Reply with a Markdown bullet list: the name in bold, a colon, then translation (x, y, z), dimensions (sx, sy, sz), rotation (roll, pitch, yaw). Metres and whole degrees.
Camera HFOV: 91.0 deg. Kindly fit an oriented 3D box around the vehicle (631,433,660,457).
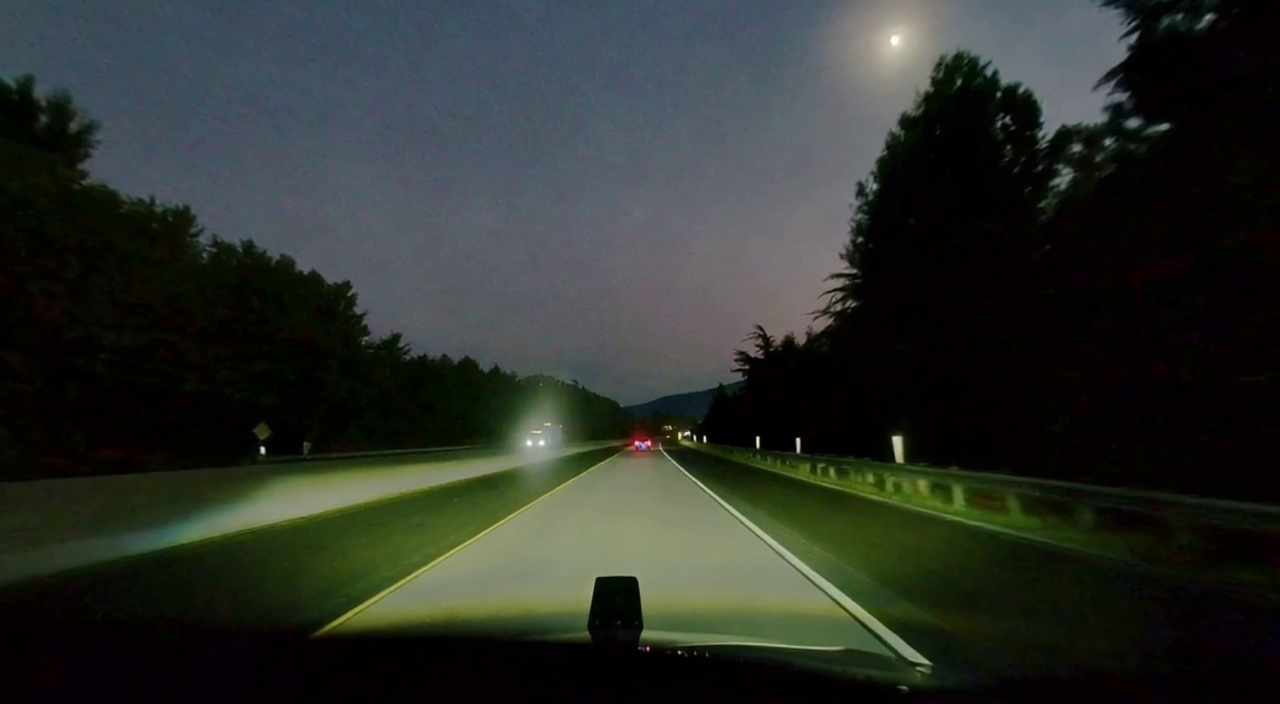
- **vehicle**: translation (0.414, 6.877, 46.710), dimensions (2.058, 1.649, 3.942), rotation (0, -8, 0)
